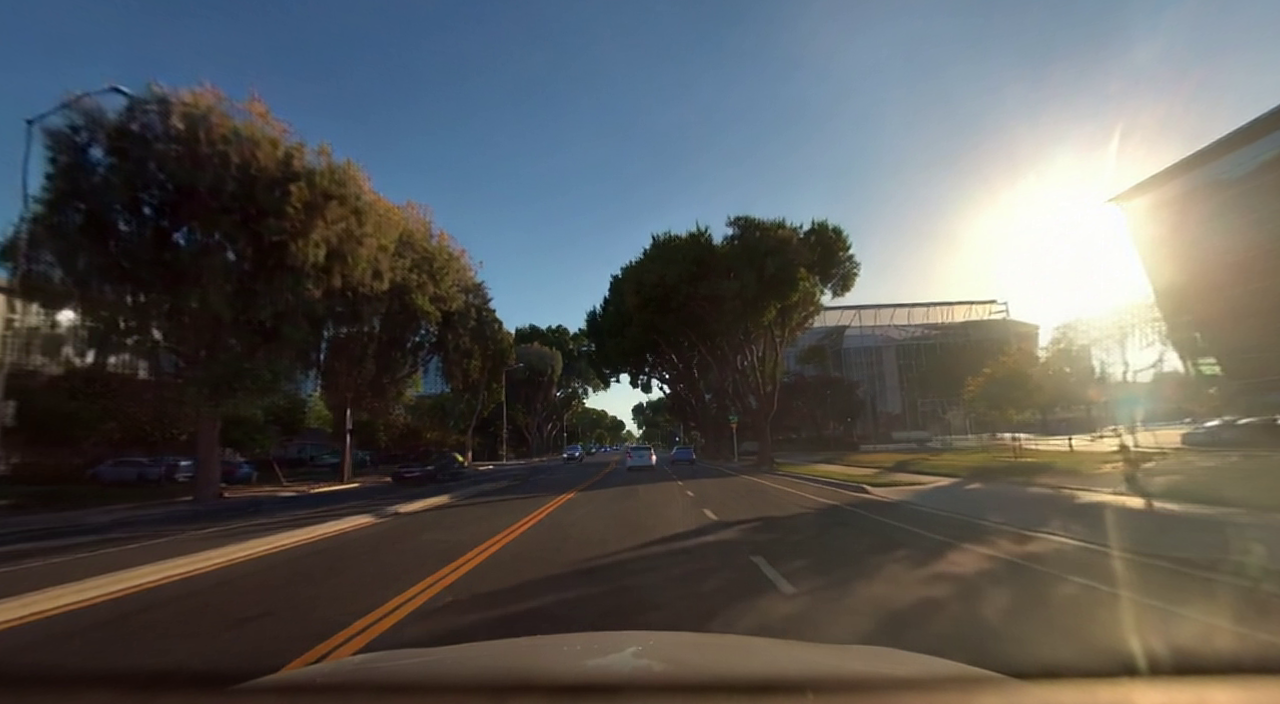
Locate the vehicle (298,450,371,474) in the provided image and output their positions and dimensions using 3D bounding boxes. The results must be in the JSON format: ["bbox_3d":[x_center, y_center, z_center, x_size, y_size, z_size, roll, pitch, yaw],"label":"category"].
[{"bbox_3d":[-22.351,8.062,46.236,4.330,1.656,2.001,-1,-8,3],"label":"vehicle"}]

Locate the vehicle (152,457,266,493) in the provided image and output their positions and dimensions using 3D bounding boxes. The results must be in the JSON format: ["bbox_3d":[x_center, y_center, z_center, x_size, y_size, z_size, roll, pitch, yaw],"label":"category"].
[{"bbox_3d":[-21.756,6.190,31.952,4.351,1.432,2.037,-3,-8,1],"label":"vehicle"}]

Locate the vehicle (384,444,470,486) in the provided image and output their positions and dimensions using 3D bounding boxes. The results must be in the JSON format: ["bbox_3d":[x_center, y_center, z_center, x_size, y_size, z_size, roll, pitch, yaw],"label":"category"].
[{"bbox_3d":[-9.706,5.165,29.270,2.064,1.722,5.226,0,-8,1],"label":"vehicle"}]

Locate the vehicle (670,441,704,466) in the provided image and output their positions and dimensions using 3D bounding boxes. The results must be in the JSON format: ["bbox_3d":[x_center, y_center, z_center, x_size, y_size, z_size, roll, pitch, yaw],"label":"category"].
[{"bbox_3d":[3.394,7.442,46.364,2.189,1.766,4.495,0,-8,0],"label":"vehicle"}]

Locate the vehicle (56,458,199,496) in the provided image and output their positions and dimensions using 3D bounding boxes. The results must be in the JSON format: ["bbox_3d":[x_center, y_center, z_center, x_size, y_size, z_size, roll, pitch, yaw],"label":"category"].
[{"bbox_3d":[-21.944,5.352,27.169,4.243,1.478,2.035,1,-8,-6],"label":"vehicle"}]

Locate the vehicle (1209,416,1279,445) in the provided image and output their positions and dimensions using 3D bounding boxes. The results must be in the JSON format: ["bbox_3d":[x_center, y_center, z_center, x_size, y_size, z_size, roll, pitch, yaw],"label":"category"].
[{"bbox_3d":[36.921,4.696,37.634,3.877,1.652,1.989,0,-8,1],"label":"vehicle"}]

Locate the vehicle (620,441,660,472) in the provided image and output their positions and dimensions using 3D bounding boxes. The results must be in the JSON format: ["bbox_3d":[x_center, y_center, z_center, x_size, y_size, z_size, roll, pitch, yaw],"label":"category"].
[{"bbox_3d":[0.036,5.791,35.084,2.109,1.612,3.963,0,-8,1],"label":"vehicle"}]
